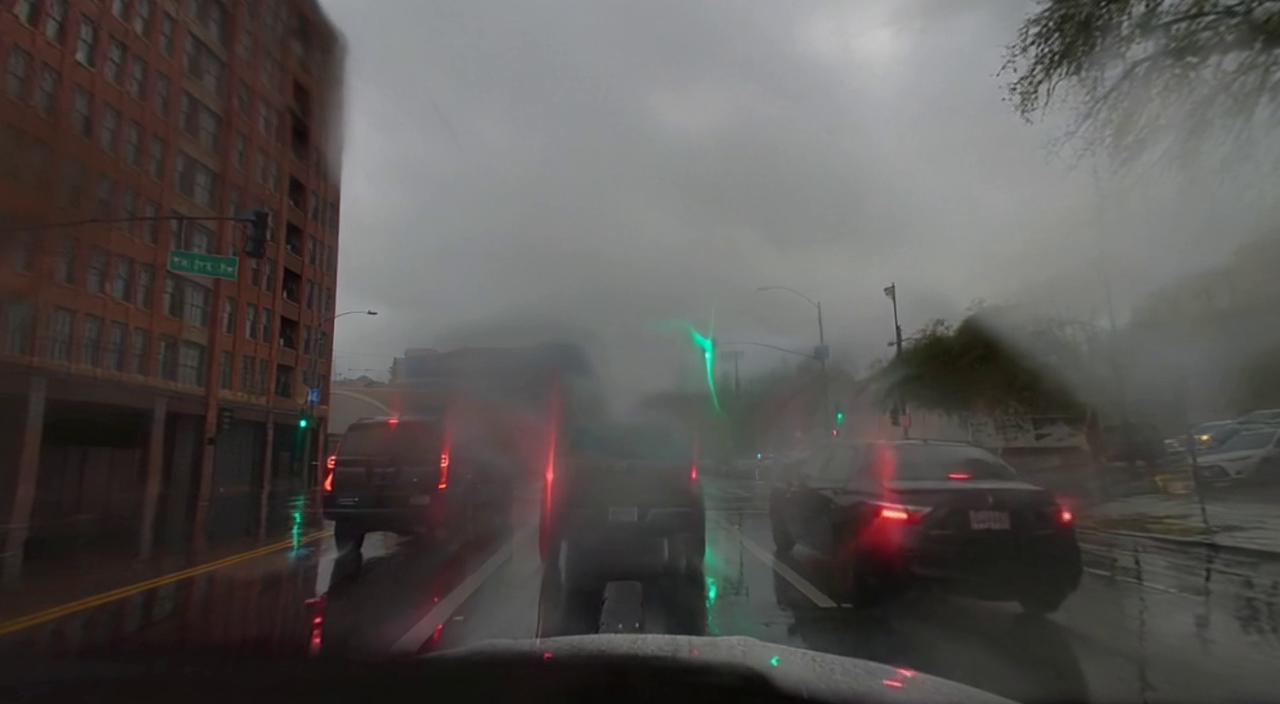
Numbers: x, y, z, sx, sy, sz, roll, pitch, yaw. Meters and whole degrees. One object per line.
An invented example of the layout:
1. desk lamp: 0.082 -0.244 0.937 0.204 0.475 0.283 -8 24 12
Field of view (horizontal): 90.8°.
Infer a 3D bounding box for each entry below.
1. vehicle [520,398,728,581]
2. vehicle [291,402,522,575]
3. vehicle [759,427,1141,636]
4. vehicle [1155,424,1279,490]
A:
1. vehicle: -0.168 1.736 8.765 2.105 1.842 4.537 0 -8 0
2. vehicle: -2.885 1.766 8.928 1.855 1.812 4.244 0 -9 -4
3. vehicle: 2.601 1.585 6.619 1.852 1.462 4.155 0 -8 0
4. vehicle: 17.514 2.965 17.747 4.547 1.720 1.624 0 -12 -2
